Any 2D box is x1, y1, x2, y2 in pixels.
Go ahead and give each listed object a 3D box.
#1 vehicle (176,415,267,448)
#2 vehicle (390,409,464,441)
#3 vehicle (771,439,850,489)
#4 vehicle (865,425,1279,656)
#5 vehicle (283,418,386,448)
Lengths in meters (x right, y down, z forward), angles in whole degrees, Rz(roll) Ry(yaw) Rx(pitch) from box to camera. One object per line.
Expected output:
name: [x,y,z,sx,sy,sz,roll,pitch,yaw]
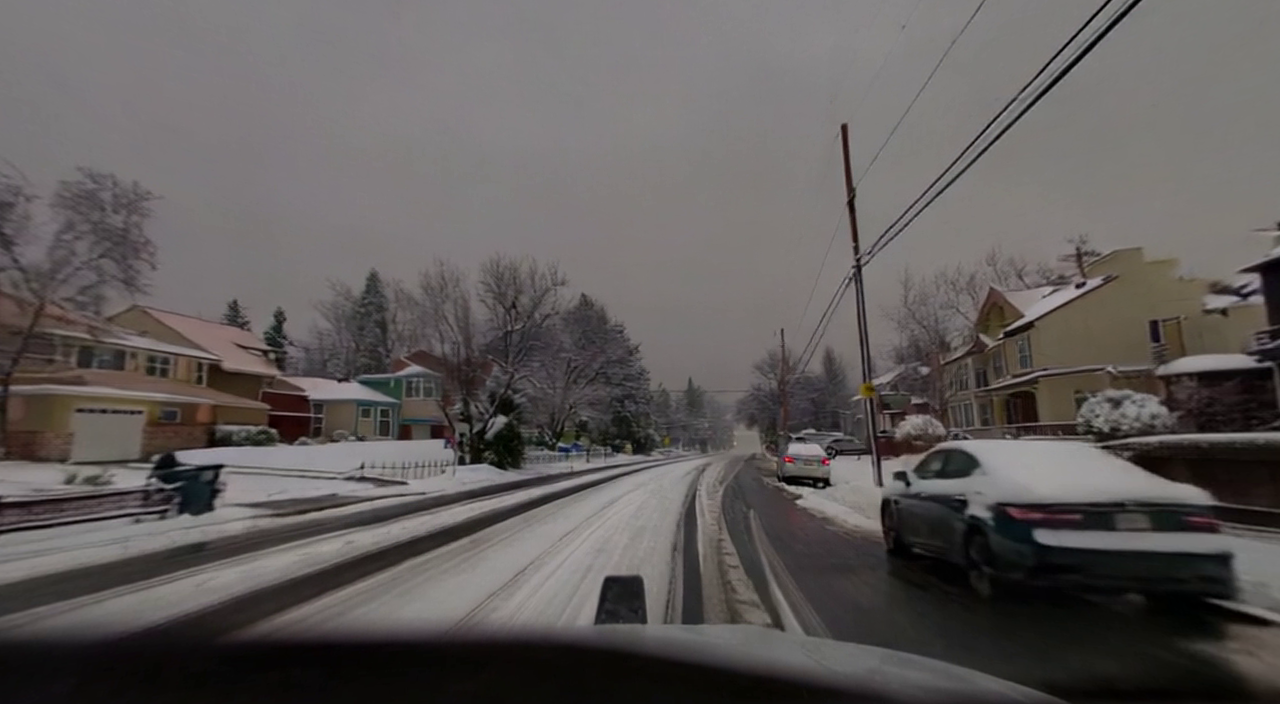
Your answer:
vehicle: [-24.632,4.660,37.367,1.861,1.795,4.302,0,-6,12]
vehicle: [-13.638,4.655,40.451,4.054,1.565,1.719,-5,0,11]
vehicle: [5.549,3.695,21.037,1.947,1.479,3.743,-1,-9,6]
vehicle: [3.522,1.475,5.916,1.665,1.425,3.727,0,-9,4]
vehicle: [-15.826,4.246,32.845,4.407,1.478,1.973,-1,-9,10]
